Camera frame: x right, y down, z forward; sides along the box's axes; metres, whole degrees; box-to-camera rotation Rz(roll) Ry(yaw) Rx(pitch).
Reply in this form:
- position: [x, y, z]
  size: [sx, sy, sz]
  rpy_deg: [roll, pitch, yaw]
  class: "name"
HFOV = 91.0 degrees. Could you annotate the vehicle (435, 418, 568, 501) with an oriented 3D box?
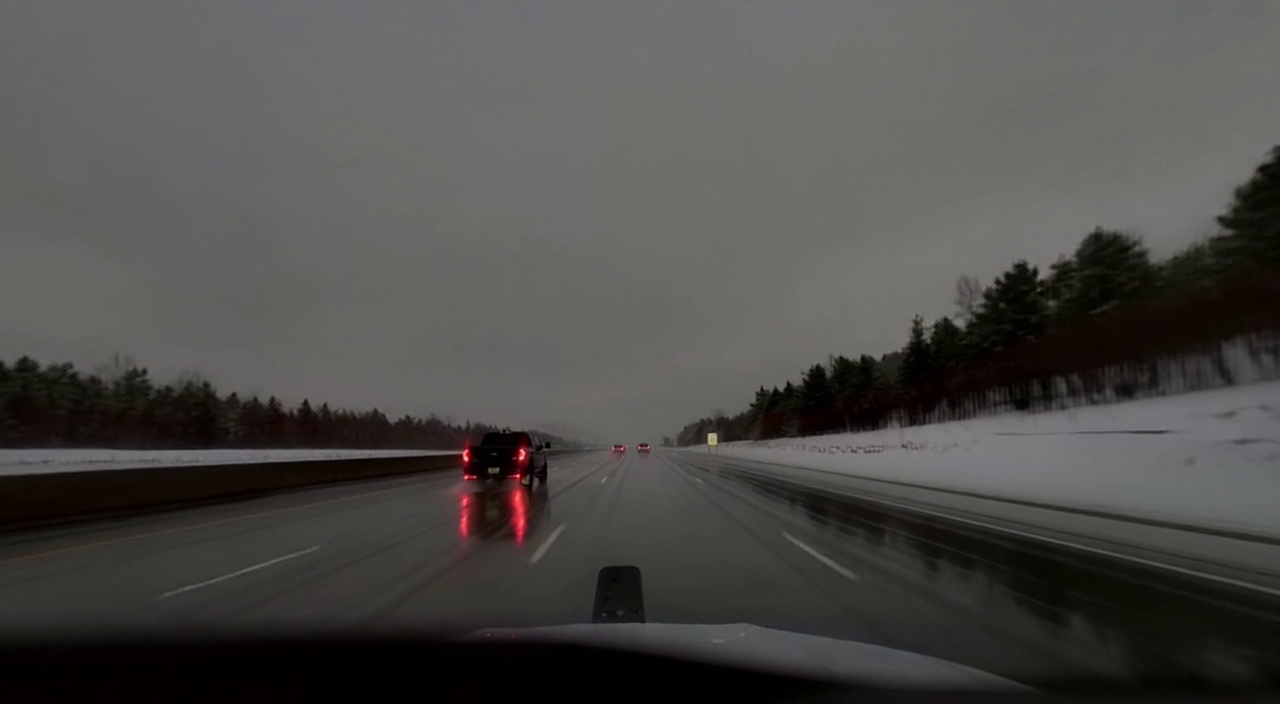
- position: [-3.551, 2.904, 17.505]
  size: [2.379, 1.918, 5.504]
  rpy_deg: [0, -8, 1]
  class: "vehicle"
